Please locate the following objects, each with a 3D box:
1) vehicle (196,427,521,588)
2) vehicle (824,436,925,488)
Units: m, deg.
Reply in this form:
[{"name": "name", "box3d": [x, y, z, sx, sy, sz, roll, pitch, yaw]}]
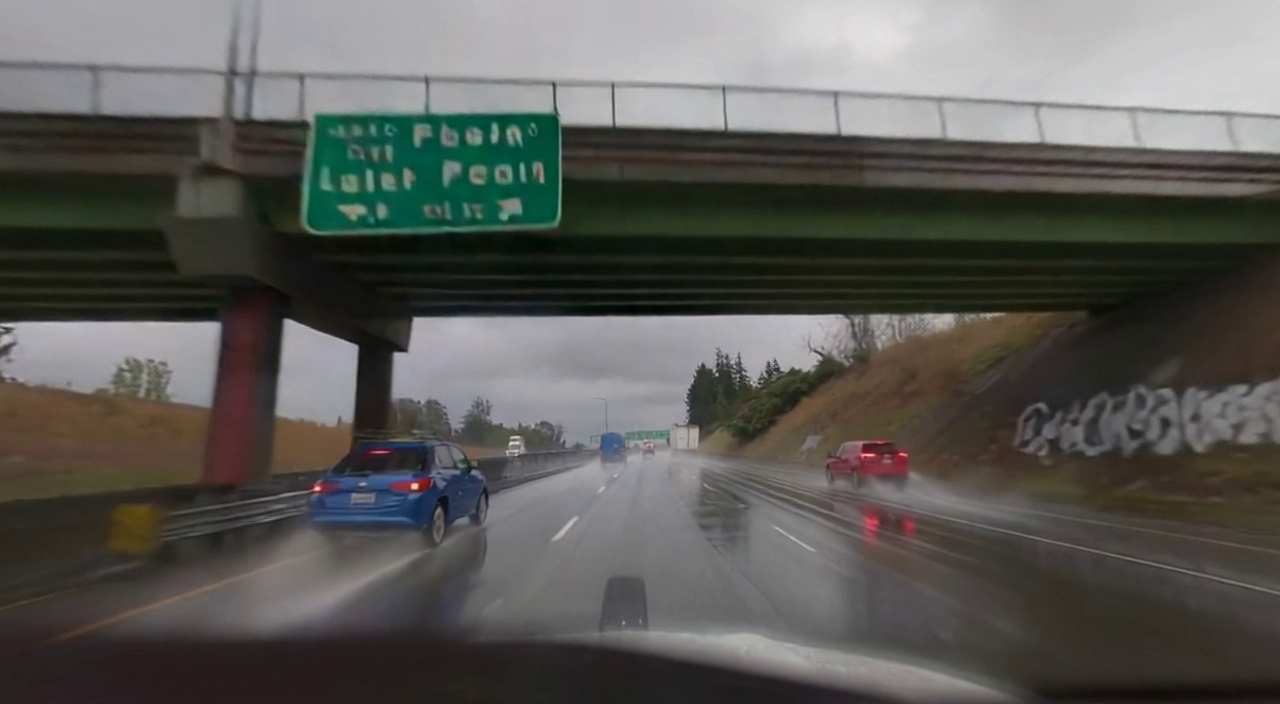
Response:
[{"name": "vehicle", "box3d": [-3.082, 1.819, 8.294, 2.029, 1.472, 4.721, 0, -9, 1]}, {"name": "vehicle", "box3d": [8.280, 3.928, 22.694, 1.936, 1.664, 4.198, 0, -9, -1]}]
